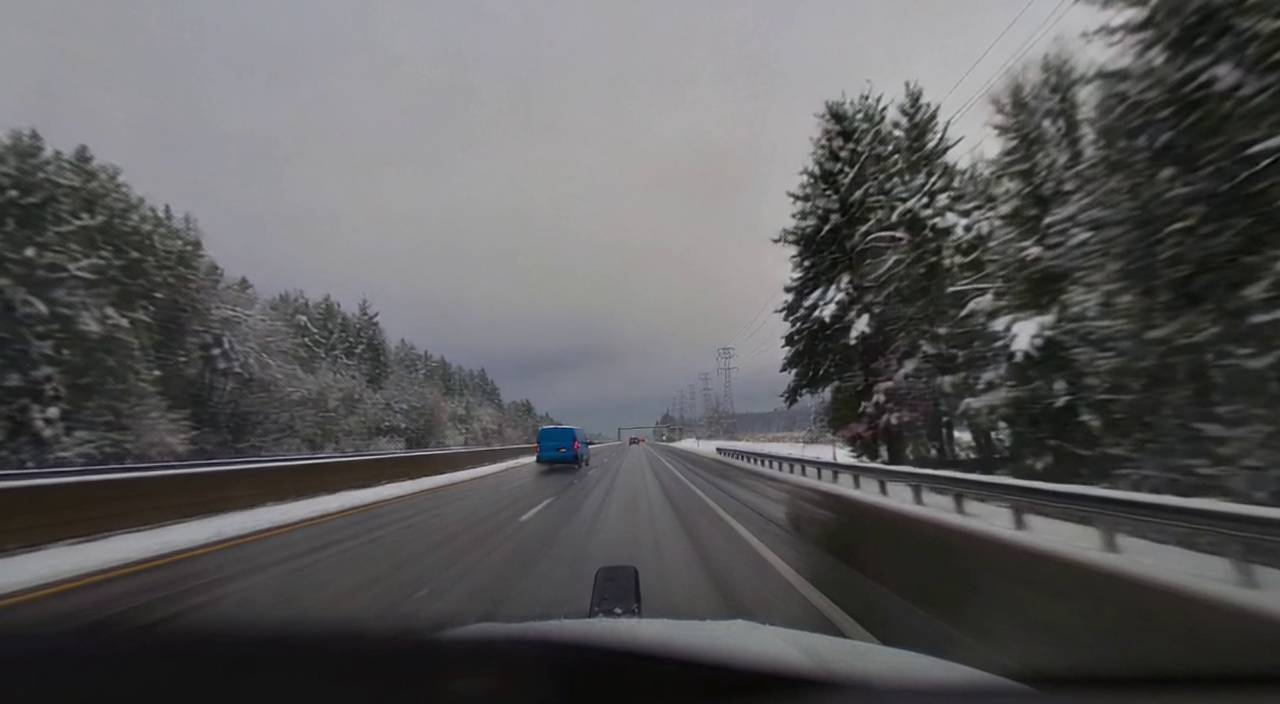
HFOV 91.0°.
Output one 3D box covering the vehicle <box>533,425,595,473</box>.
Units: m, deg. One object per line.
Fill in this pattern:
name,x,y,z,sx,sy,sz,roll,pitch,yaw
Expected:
vehicle,-3.135,4.113,26.928,2.041,1.856,4.353,0,-8,1
